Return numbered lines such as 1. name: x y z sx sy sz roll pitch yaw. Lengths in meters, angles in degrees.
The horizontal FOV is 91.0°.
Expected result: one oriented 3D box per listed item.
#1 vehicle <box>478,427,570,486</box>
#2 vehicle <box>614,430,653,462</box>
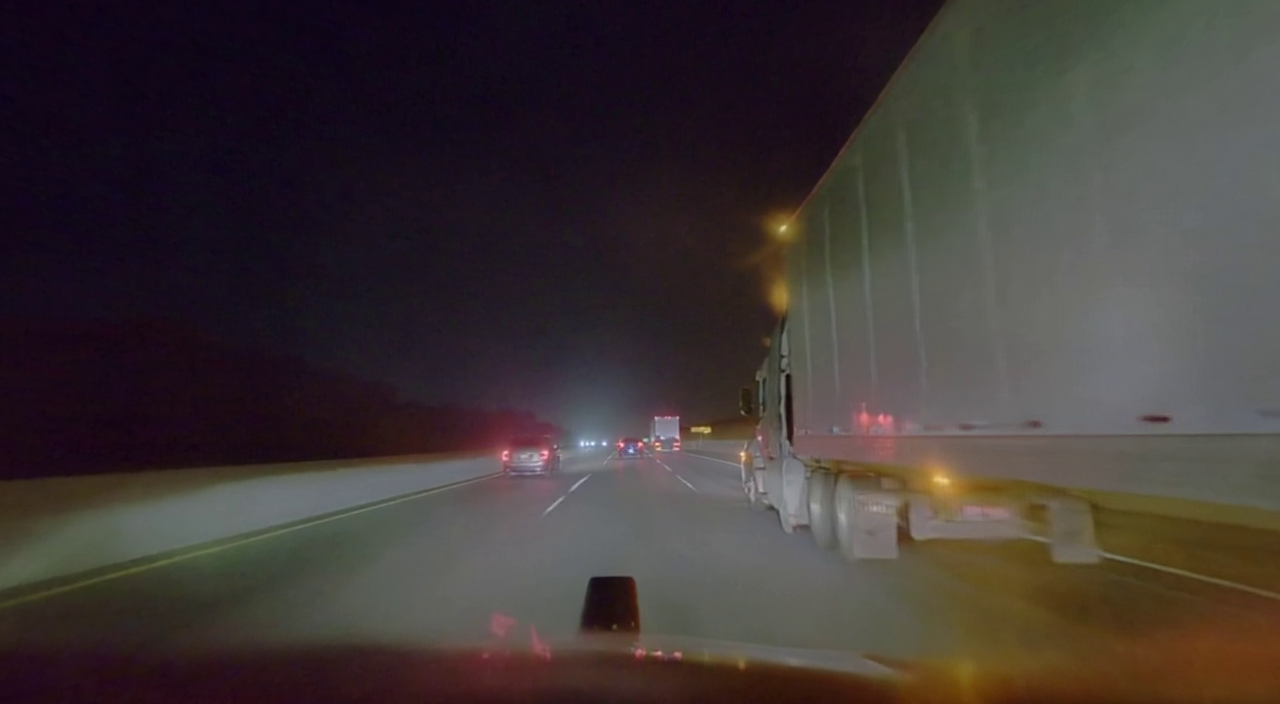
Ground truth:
1. vehicle: -3.786 3.499 21.461 2.326 1.761 4.450 0 -8 0
2. vehicle: -0.510 6.283 42.262 2.456 2.007 4.728 0 -8 -2
